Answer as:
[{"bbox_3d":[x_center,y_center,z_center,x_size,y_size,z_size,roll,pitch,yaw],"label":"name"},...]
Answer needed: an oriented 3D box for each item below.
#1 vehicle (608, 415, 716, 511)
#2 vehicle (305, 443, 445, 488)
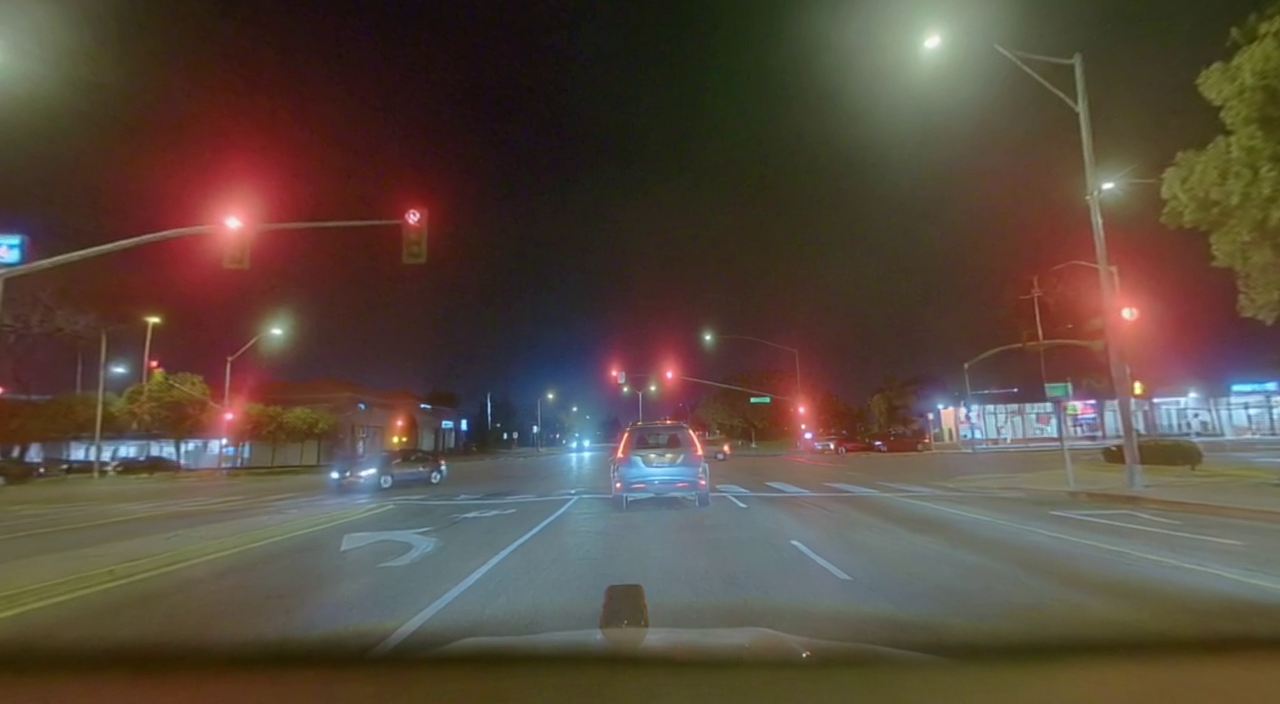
[{"bbox_3d":[0.420,2.362,13.845,1.994,1.759,4.186,0,-8,0],"label":"vehicle"},{"bbox_3d":[-9.804,4.211,23.820,2.013,1.486,4.705,-4,-9,24],"label":"vehicle"}]
